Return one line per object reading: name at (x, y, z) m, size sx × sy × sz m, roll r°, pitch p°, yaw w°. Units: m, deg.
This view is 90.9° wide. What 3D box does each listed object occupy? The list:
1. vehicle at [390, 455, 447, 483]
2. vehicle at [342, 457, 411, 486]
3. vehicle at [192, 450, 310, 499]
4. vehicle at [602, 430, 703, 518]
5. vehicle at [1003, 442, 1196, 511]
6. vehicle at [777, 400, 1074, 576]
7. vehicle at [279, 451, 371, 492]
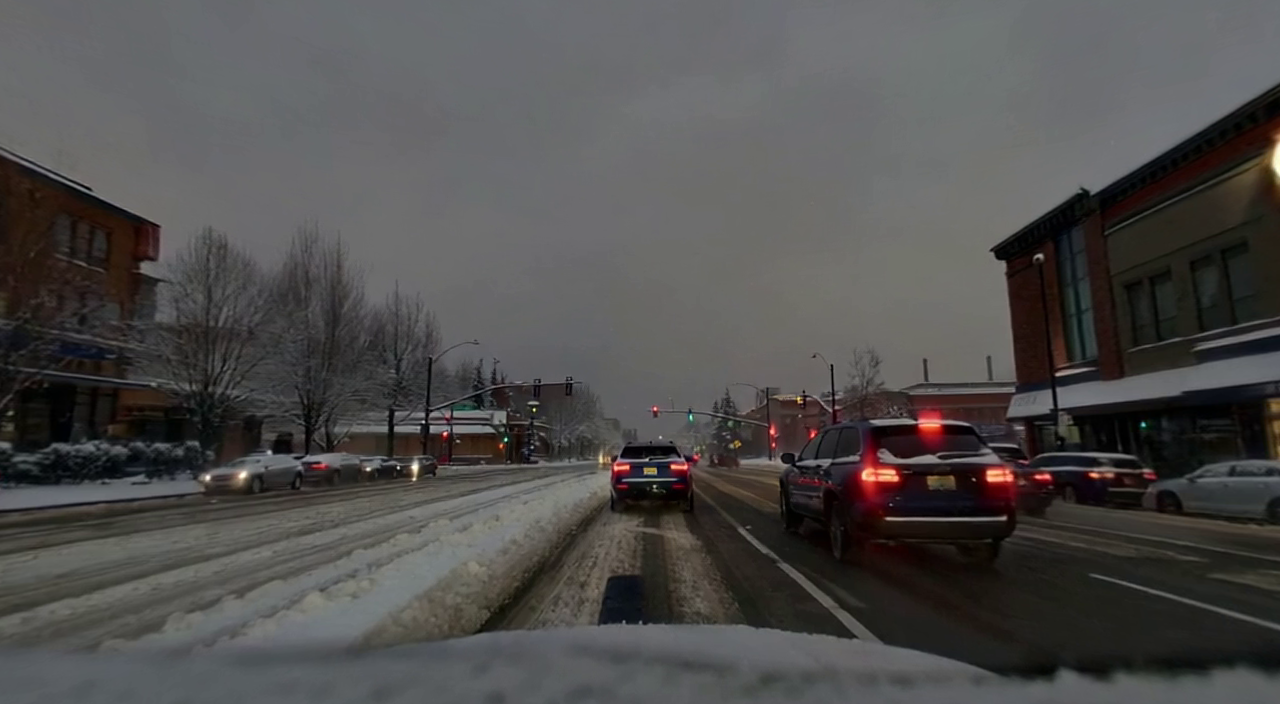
vehicle at (-14.907, 7.882, 42.773) m, size 2.096 × 1.416 × 4.885 m, roll 0°, pitch -5°, yaw 1°
vehicle at (-14.999, 6.811, 36.226) m, size 1.792 × 1.429 × 5.161 m, roll 0°, pitch -8°, yaw 0°
vehicle at (-15.196, 4.751, 24.963) m, size 1.698 × 1.466 × 4.713 m, roll 0°, pitch -6°, yaw 0°
vehicle at (0.290, 2.968, 15.920) m, size 2.157 × 1.863 × 4.665 m, roll 0°, pitch -8°, yaw 0°
vehicle at (14.077, 3.904, 19.888) m, size 2.151 × 1.833 × 5.323 m, roll -1°, pitch -11°, yaw 2°
vehicle at (3.720, 1.885, 9.637) m, size 2.115 × 1.932 × 5.189 m, roll 0°, pitch -8°, yaw 0°
vehicle at (-15.092, 5.708, 30.594) m, size 1.825 × 1.685 × 5.220 m, roll 0°, pitch -8°, yaw -1°
